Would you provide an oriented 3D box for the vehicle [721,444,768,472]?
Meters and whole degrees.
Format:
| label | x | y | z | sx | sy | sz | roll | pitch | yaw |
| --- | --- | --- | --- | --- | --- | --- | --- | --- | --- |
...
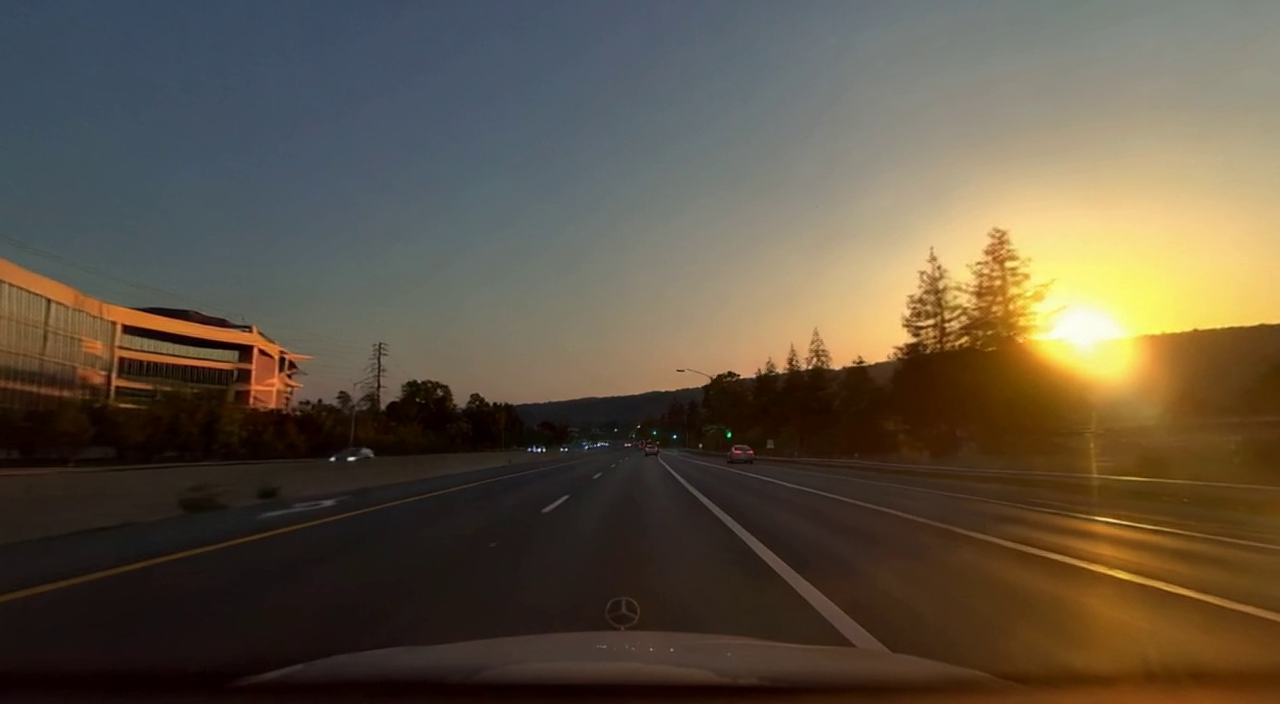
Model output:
| label | x | y | z | sx | sy | sz | roll | pitch | yaw |
| --- | --- | --- | --- | --- | --- | --- | --- | --- | --- |
| vehicle | 6.320 | 6.469 | 38.659 | 2.085 | 1.594 | 4.848 | 0 | -9 | 0 |
